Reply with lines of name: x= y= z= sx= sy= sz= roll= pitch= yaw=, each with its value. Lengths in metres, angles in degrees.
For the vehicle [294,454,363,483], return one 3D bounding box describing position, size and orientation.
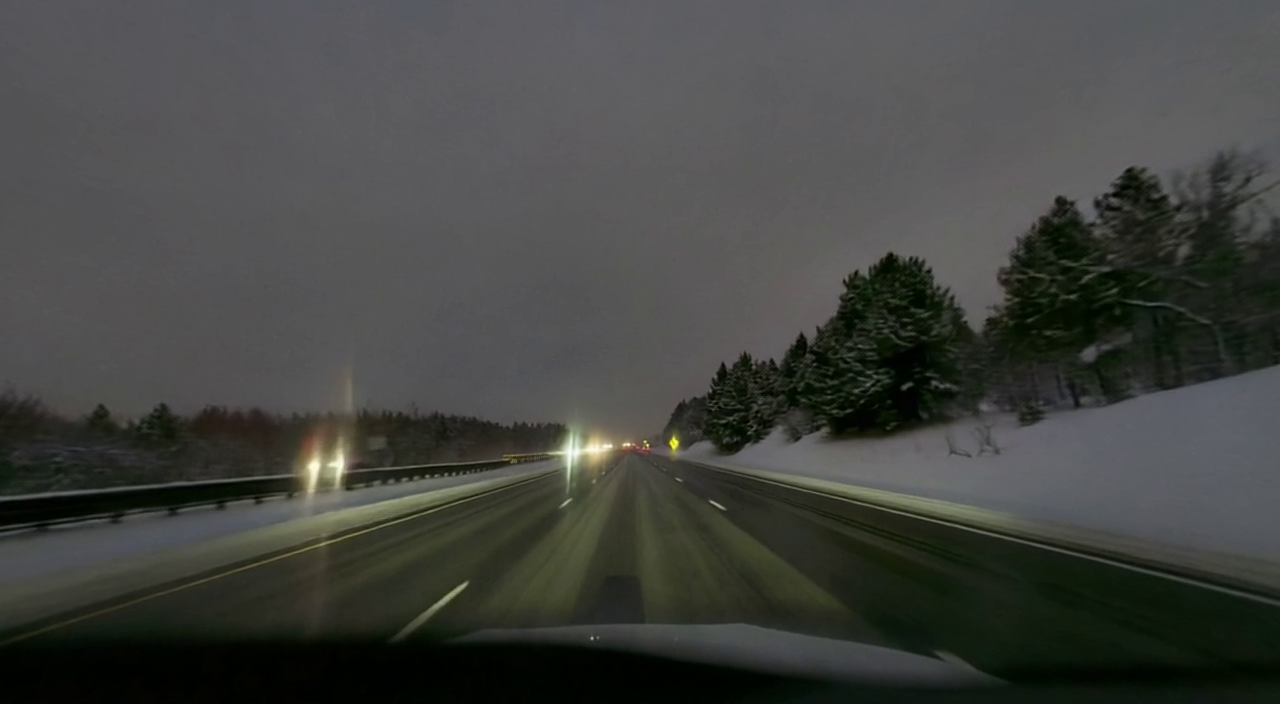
vehicle: x=-17.176 y=6.406 z=34.864 sx=1.792 sy=1.469 sz=3.906 roll=0 pitch=-9 yaw=0
